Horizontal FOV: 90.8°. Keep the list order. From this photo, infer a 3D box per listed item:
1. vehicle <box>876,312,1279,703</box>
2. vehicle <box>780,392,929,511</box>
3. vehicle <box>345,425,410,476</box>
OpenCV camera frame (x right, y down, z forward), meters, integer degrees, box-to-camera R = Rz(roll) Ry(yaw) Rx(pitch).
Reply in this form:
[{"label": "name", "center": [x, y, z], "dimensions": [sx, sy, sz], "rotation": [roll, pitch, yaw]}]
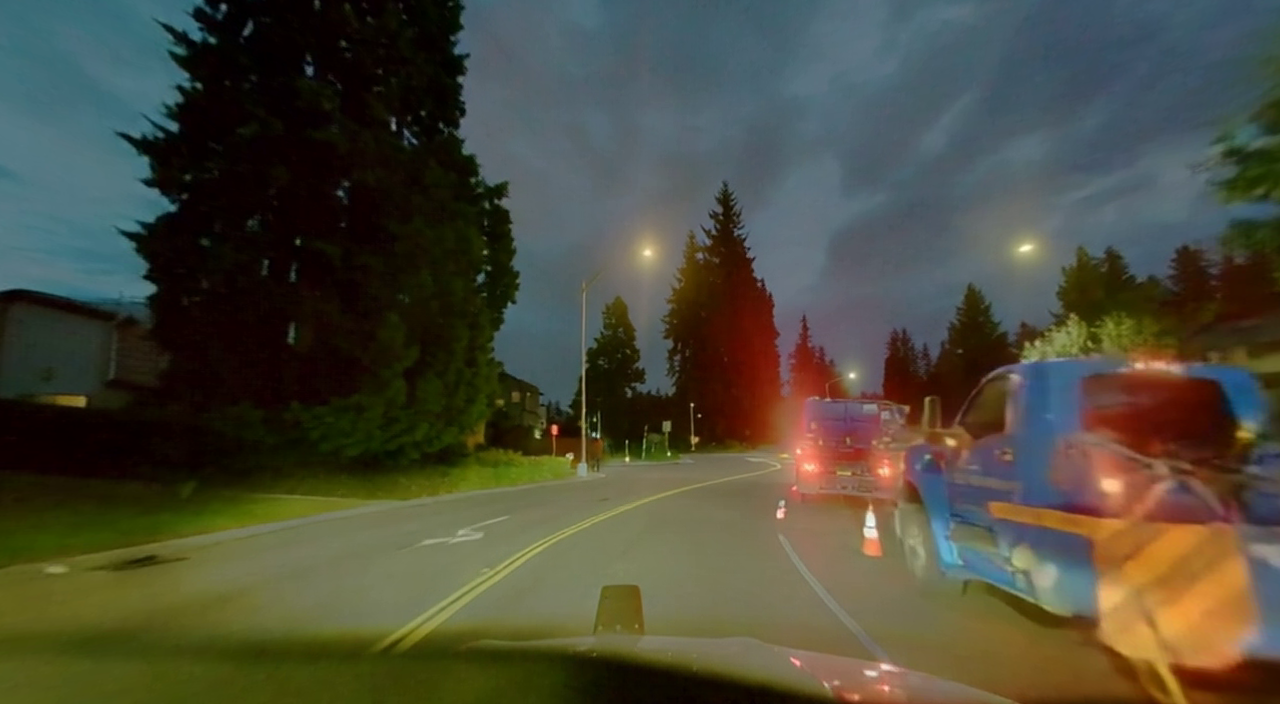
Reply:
[{"label": "vehicle", "center": [3.418, 1.070, 5.109], "dimensions": [1.913, 2.241, 3.024], "rotation": [-1, -7, 3]}, {"label": "vehicle", "center": [5.957, 2.647, 17.595], "dimensions": [3.098, 2.601, 6.758], "rotation": [-3, -8, 19]}, {"label": "vehicle", "center": [-13.536, 5.079, 32.748], "dimensions": [2.665, 2.465, 1.532], "rotation": [4, -8, -12]}]
